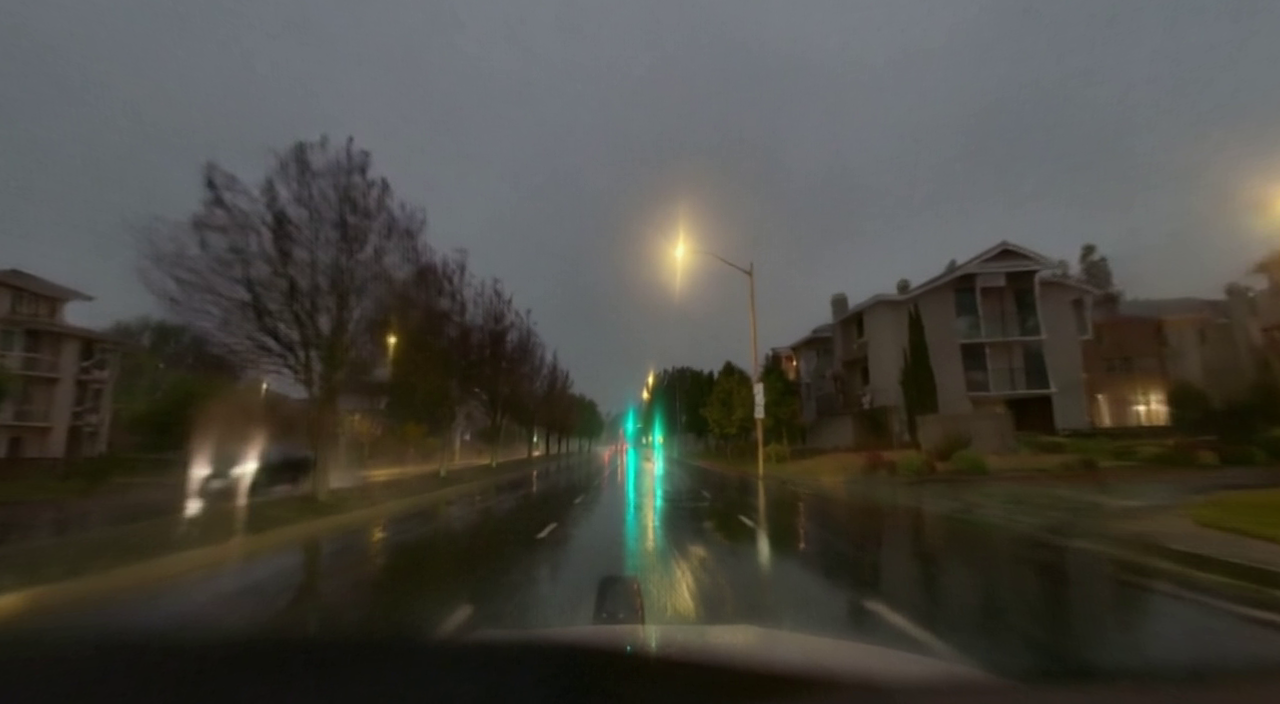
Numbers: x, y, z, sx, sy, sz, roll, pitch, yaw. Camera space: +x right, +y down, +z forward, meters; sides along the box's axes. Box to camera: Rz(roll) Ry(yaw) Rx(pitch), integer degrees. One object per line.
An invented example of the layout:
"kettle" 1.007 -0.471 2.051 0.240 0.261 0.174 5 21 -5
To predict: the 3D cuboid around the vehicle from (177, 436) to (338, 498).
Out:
"vehicle" -11.491 3.451 19.463 2.070 1.669 4.576 0 -8 0
